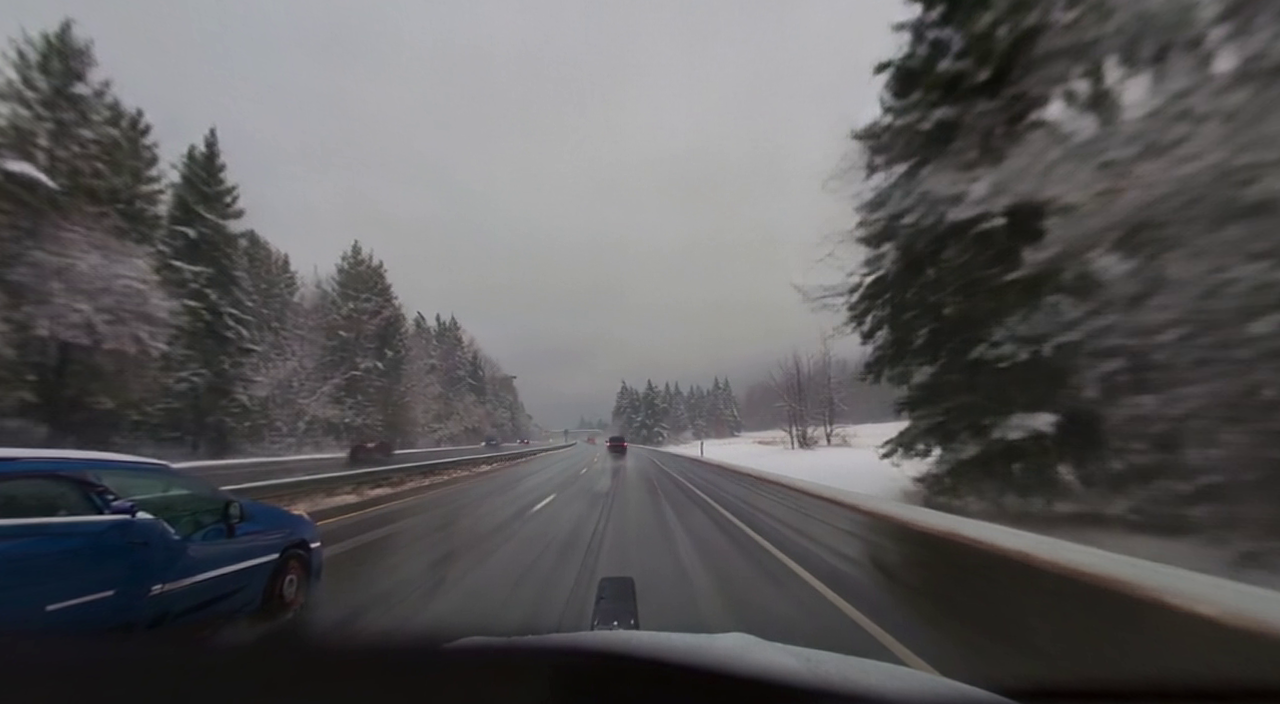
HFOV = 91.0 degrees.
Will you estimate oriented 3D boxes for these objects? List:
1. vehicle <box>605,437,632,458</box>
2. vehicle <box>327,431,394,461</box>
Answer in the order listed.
[{"bbox_3d":[-1.703,7.496,49.630,2.004,1.515,3.968,0,-8,-3],"label":"vehicle"},{"bbox_3d":[-16.068,5.425,36.408,1.890,1.588,4.437,0,-8,-1],"label":"vehicle"}]
